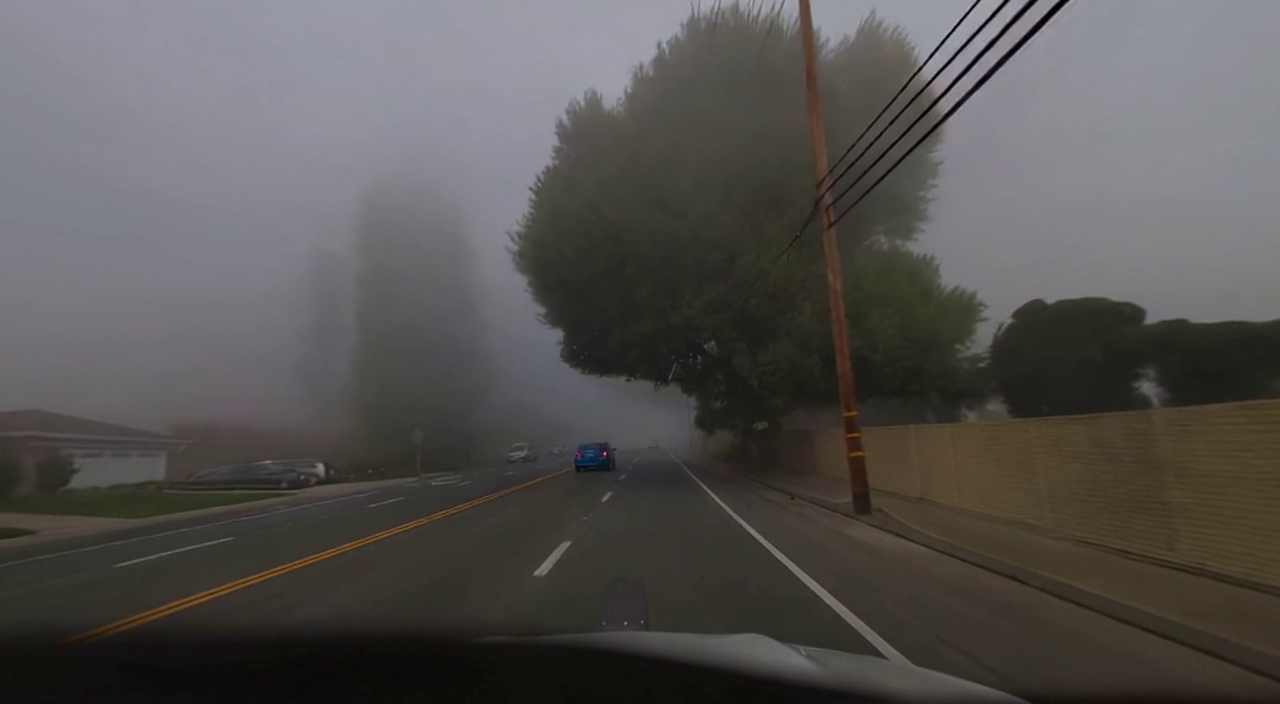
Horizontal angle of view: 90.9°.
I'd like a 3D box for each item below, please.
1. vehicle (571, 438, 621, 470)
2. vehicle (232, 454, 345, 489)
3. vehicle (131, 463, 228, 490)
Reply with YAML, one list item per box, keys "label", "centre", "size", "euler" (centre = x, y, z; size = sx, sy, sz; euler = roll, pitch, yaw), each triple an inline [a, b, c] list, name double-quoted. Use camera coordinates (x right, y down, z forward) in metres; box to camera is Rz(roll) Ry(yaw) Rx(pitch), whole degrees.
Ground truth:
- label: "vehicle"
  centre: [-2.147, 5.185, 32.252]
  size: [2.085, 1.512, 5.023]
  euler: [-1, -8, 2]
- label: "vehicle"
  centre: [-19.323, 6.568, 34.824]
  size: [4.847, 1.759, 2.382]
  euler: [-1, -8, 6]
- label: "vehicle"
  centre: [-27.200, 7.340, 37.337]
  size: [4.223, 1.458, 1.969]
  euler: [0, -8, 1]
